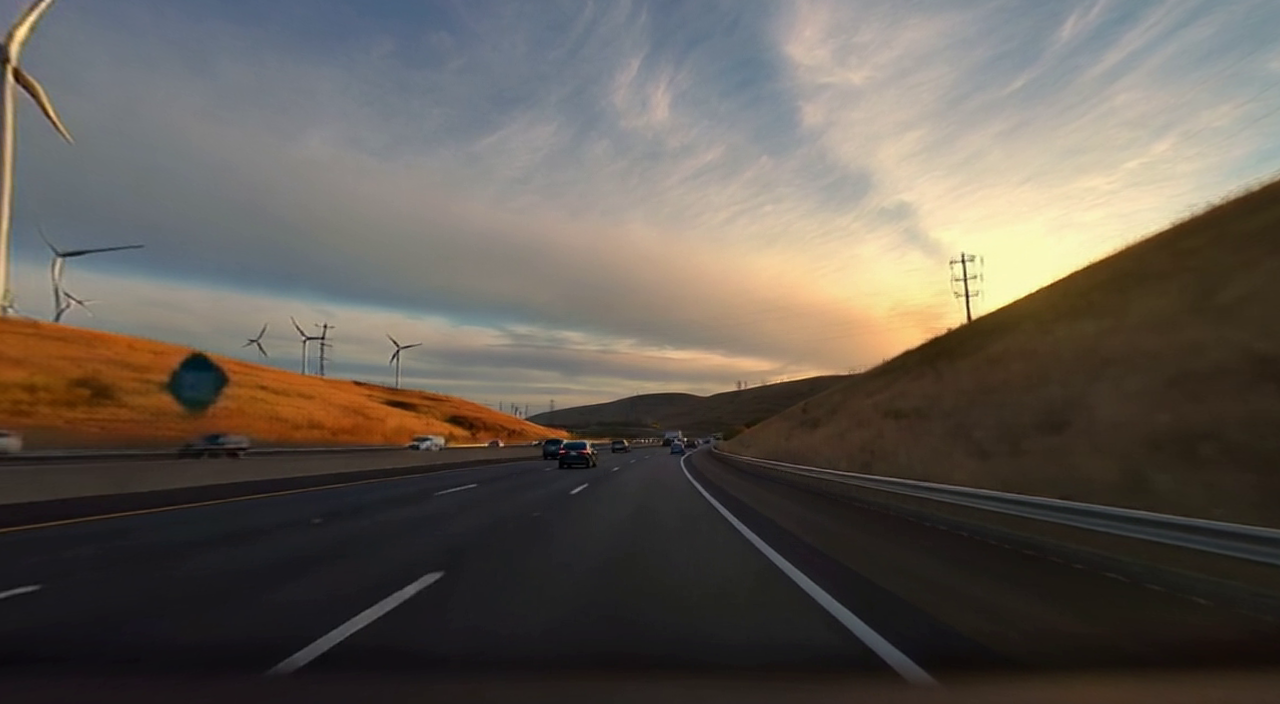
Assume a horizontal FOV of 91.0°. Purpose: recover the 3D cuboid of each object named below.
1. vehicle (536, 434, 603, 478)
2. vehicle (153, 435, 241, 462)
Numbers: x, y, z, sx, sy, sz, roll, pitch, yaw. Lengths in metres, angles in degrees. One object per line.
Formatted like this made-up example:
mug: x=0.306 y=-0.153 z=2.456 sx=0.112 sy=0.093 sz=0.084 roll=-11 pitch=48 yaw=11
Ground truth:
vehicle: x=-2.881 y=4.377 z=26.747 sx=2.118 sy=1.702 sz=4.355 roll=0 pitch=-9 yaw=3
vehicle: x=-27.671 y=6.053 z=39.566 sx=1.944 sy=1.557 sz=4.708 roll=0 pitch=-9 yaw=3
